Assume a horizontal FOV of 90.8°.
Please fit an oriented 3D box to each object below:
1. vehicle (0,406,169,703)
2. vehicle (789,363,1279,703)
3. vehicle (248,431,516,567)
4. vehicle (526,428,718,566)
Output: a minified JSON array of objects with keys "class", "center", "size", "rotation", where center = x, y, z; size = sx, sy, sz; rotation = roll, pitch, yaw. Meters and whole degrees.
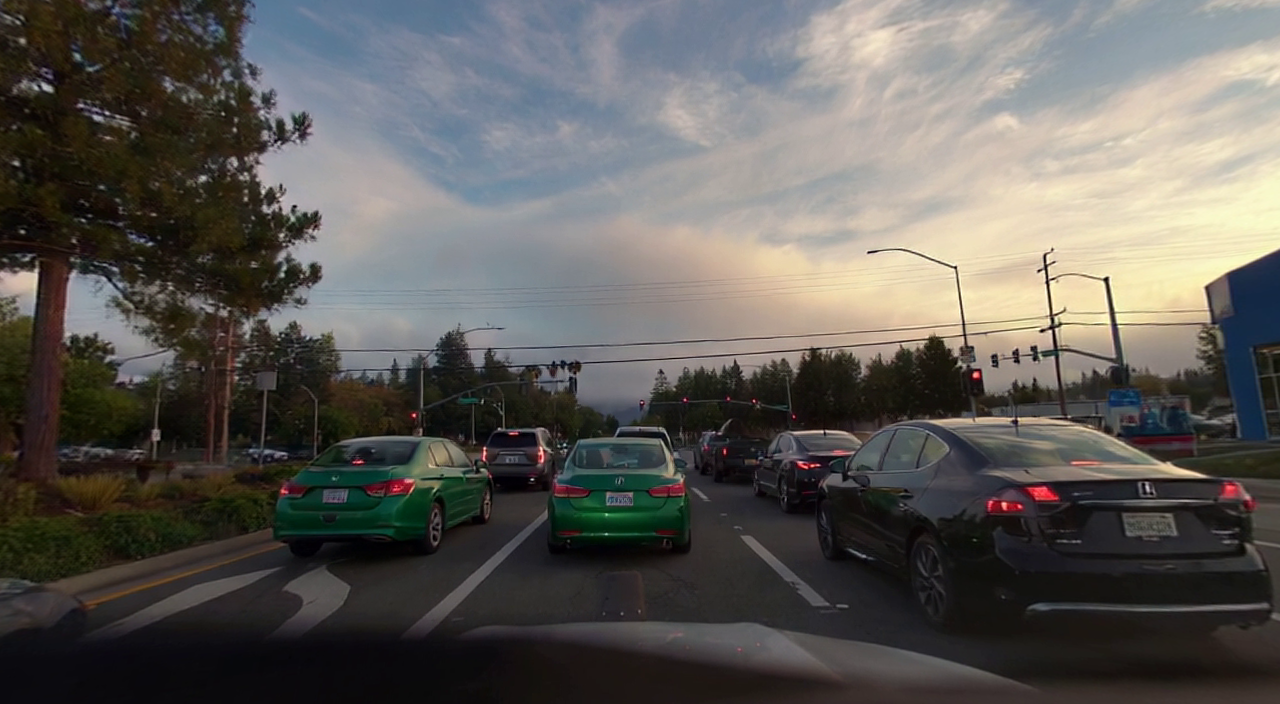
[{"class":"vehicle","center":[-3.353,0.710,0.853],"size":[1.863,1.448,4.697],"rotation":[0,-8,-1]},{"class":"vehicle","center":[3.003,1.239,5.476],"size":[2.196,1.676,4.865],"rotation":[0,-8,0]},{"class":"vehicle","center":[-3.202,1.893,8.944],"size":[1.917,1.441,4.128],"rotation":[-1,-8,2]},{"class":"vehicle","center":[-0.205,1.831,8.713],"size":[2.041,1.450,3.847],"rotation":[0,-8,0]}]
